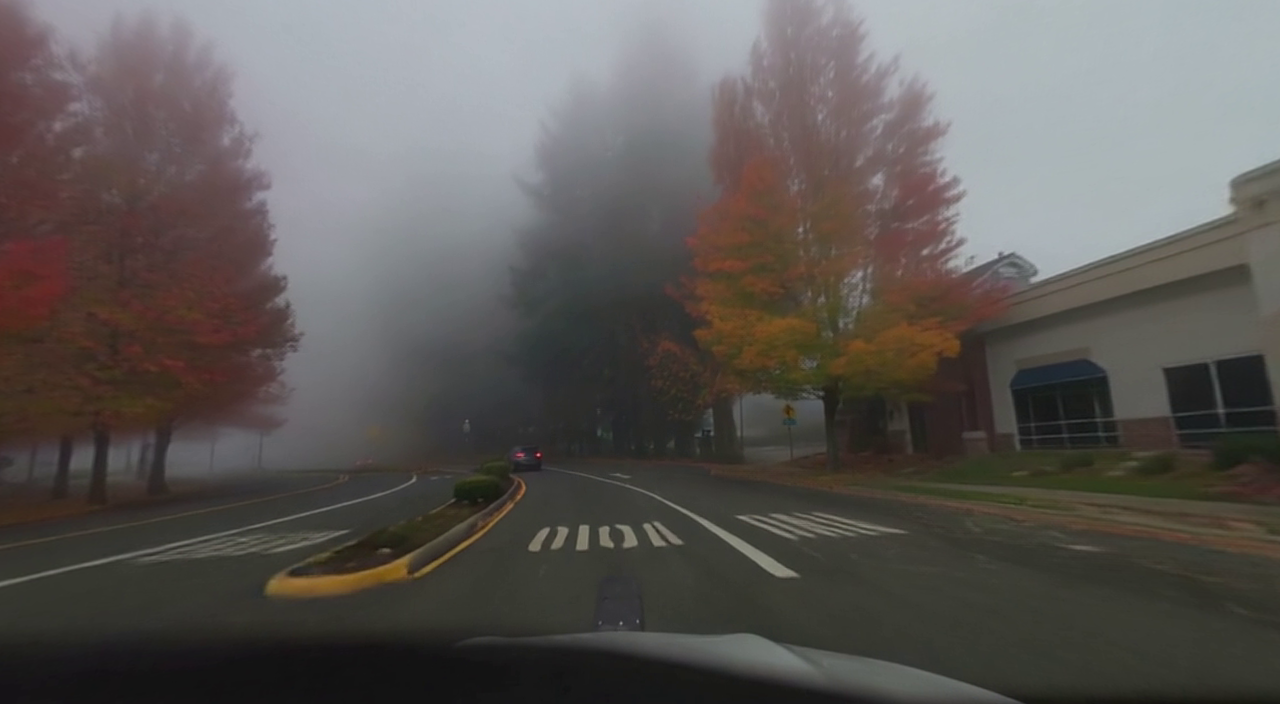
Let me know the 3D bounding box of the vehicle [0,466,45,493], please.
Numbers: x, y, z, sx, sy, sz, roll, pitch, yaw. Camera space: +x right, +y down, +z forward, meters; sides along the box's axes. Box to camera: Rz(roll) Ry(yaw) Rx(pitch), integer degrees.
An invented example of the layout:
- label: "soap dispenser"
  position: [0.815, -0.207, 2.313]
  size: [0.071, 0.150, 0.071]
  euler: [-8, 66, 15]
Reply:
- label: "vehicle"
  position: [-48.853, 9.831, 48.869]
  size: [1.992, 1.906, 4.724]
  euler: [3, -10, -21]

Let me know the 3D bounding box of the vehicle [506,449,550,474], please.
- label: "vehicle"
  position: [-7.421, 7.165, 41.443]
  size: [2.018, 1.512, 4.304]
  euler: [3, -10, -21]
